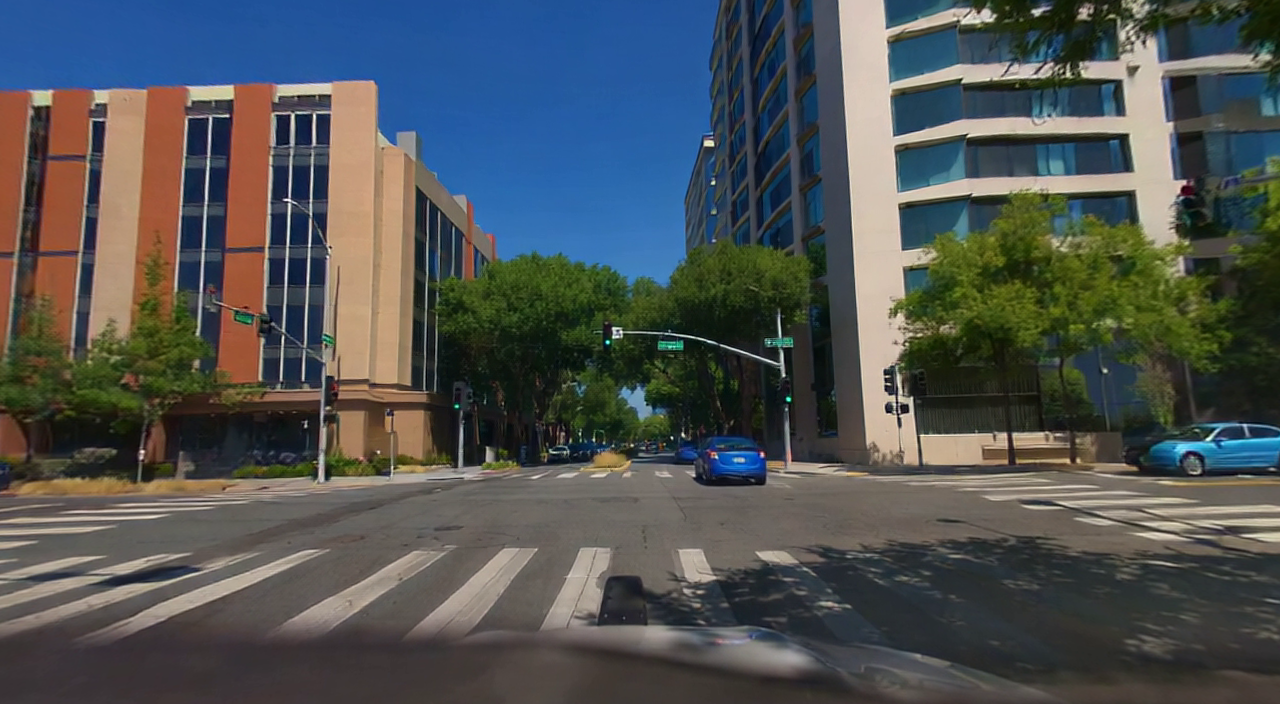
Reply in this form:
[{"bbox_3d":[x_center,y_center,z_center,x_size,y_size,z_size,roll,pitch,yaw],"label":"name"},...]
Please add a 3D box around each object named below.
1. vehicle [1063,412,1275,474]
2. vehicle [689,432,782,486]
[{"bbox_3d":[16.916,2.938,20.405,4.802,1.860,2.146,0,-8,1],"label":"vehicle"},{"bbox_3d":[2.811,3.264,19.592,2.039,1.470,4.355,0,-8,-2],"label":"vehicle"}]
